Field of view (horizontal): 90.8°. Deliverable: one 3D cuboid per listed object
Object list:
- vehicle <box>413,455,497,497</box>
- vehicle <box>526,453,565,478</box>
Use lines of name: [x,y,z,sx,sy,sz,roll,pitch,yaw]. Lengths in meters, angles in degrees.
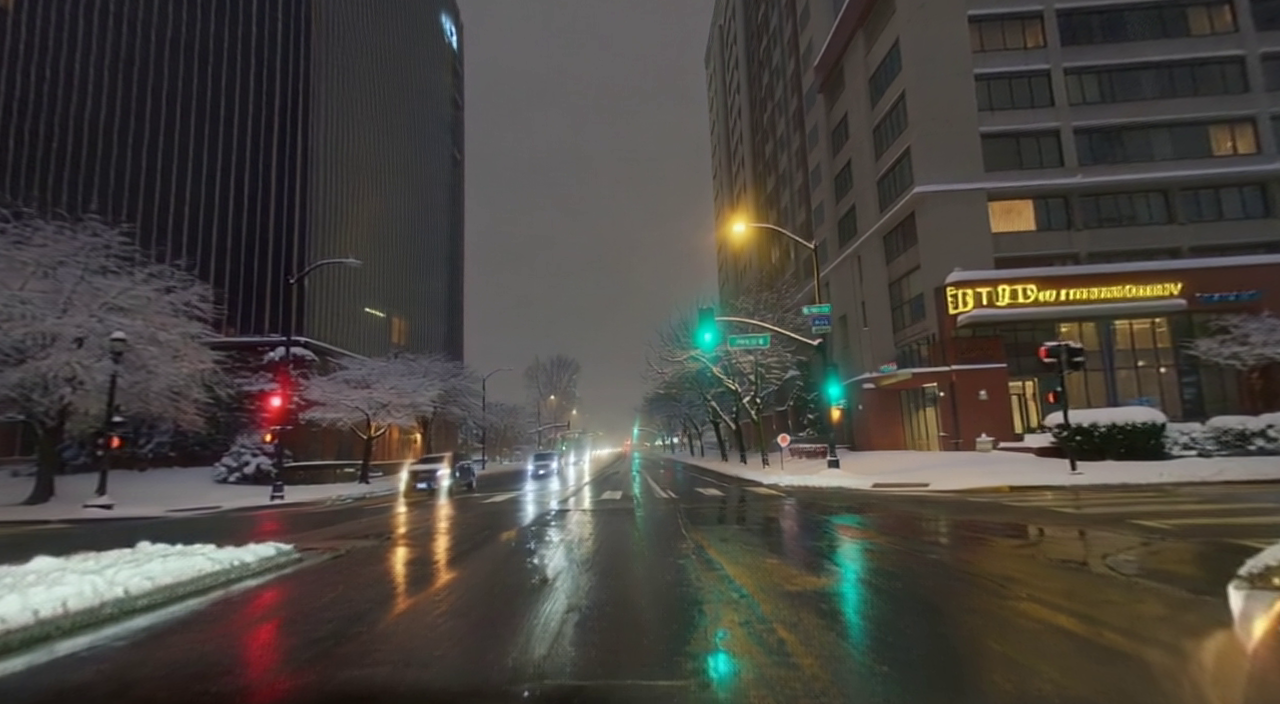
vehicle: [-7.273,4.903,25.326,1.893,1.451,4.276,-1,-9,3]
vehicle: [-6.349,7.659,42.903,1.897,1.537,3.770,-1,-9,3]
